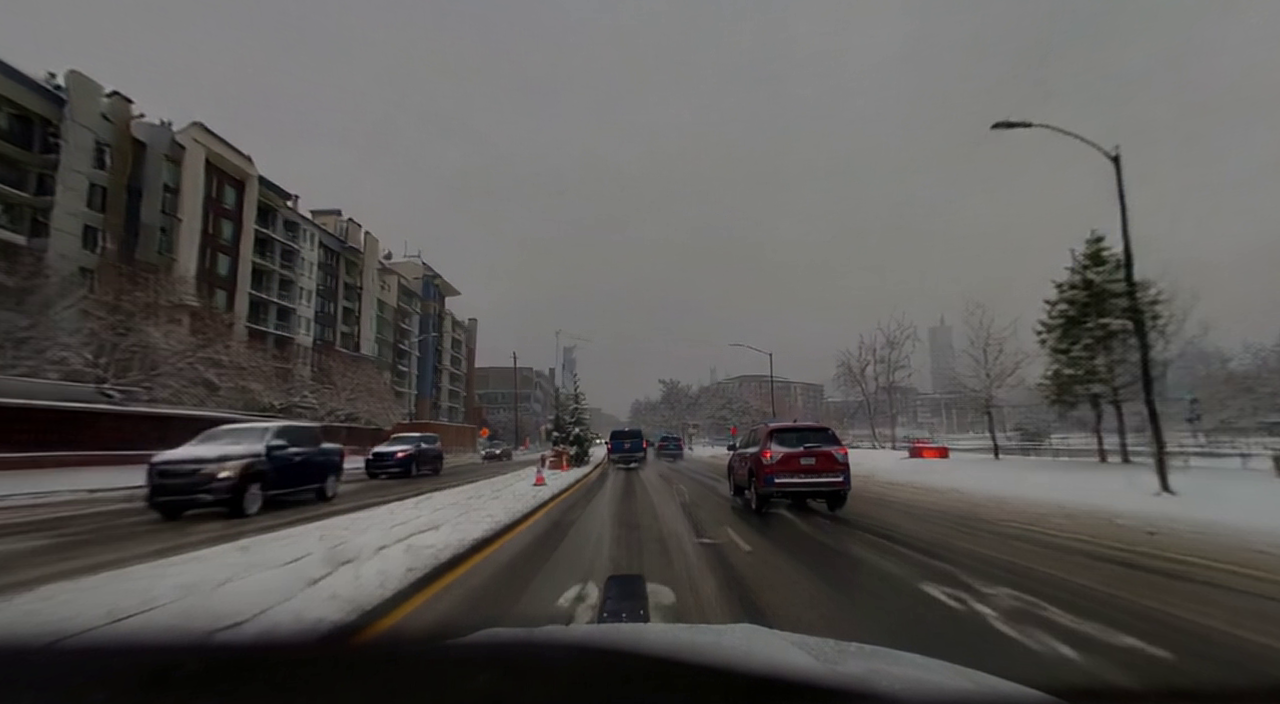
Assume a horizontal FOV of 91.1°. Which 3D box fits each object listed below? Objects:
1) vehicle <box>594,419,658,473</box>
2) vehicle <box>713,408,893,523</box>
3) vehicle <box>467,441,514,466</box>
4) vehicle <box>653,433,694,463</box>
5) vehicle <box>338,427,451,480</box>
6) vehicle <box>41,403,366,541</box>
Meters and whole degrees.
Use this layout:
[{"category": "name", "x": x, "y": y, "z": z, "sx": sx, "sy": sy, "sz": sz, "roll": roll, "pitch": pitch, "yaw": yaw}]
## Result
[{"category": "vehicle", "x": -0.701, "y": 4.578, "z": 30.572, "sx": 2.762, "sy": 2.309, "sz": 6.723, "roll": 0, "pitch": -8, "yaw": -2}, {"category": "vehicle", "x": 2.942, "y": 2.232, "z": 12.903, "sx": 2.120, "sy": 1.828, "sz": 5.531, "roll": 0, "pitch": -8, "yaw": -1}, {"category": "vehicle", "x": -9.709, "y": 6.607, "z": 41.123, "sx": 1.997, "sy": 1.512, "sz": 4.322, "roll": 0, "pitch": -8, "yaw": 1}, {"category": "vehicle", "x": 2.199, "y": 6.486, "z": 42.541, "sx": 2.187, "sy": 1.835, "sz": 5.471, "roll": 0, "pitch": -8, "yaw": -3}, {"category": "vehicle", "x": -9.788, "y": 4.109, "z": 25.571, "sx": 2.192, "sy": 1.923, "sz": 4.970, "roll": -1, "pitch": -9, "yaw": 5}, {"category": "vehicle", "x": -7.679, "y": 2.170, "z": 12.139, "sx": 2.296, "sy": 1.911, "sz": 5.688, "roll": -2, "pitch": -8, "yaw": -1}]
